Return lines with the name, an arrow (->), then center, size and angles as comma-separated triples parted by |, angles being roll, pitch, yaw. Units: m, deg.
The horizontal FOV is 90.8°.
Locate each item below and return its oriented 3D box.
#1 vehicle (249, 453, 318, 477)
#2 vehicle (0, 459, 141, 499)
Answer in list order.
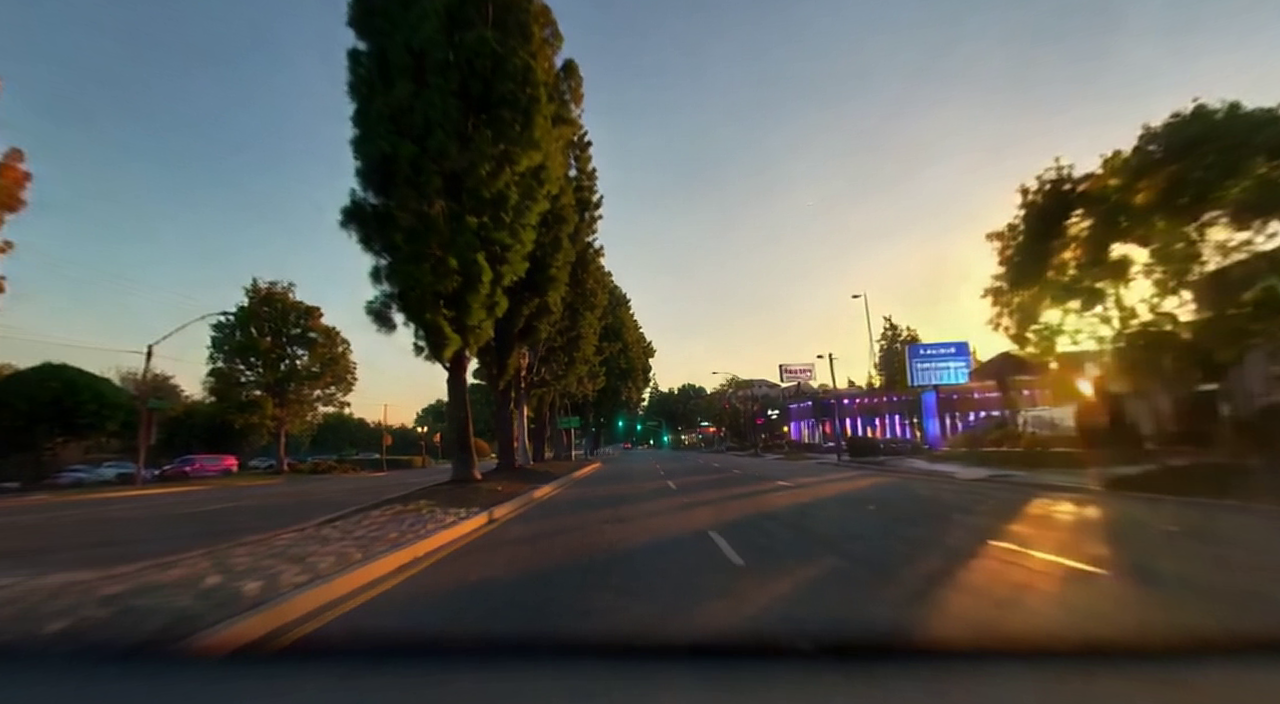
vehicle -> -27.648, 8.731, 49.127 | 4.529, 1.711, 1.972 | 4, -10, -28
vehicle -> -28.261, 6.259, 31.500 | 4.922, 1.511, 1.959 | 1, -8, -28
